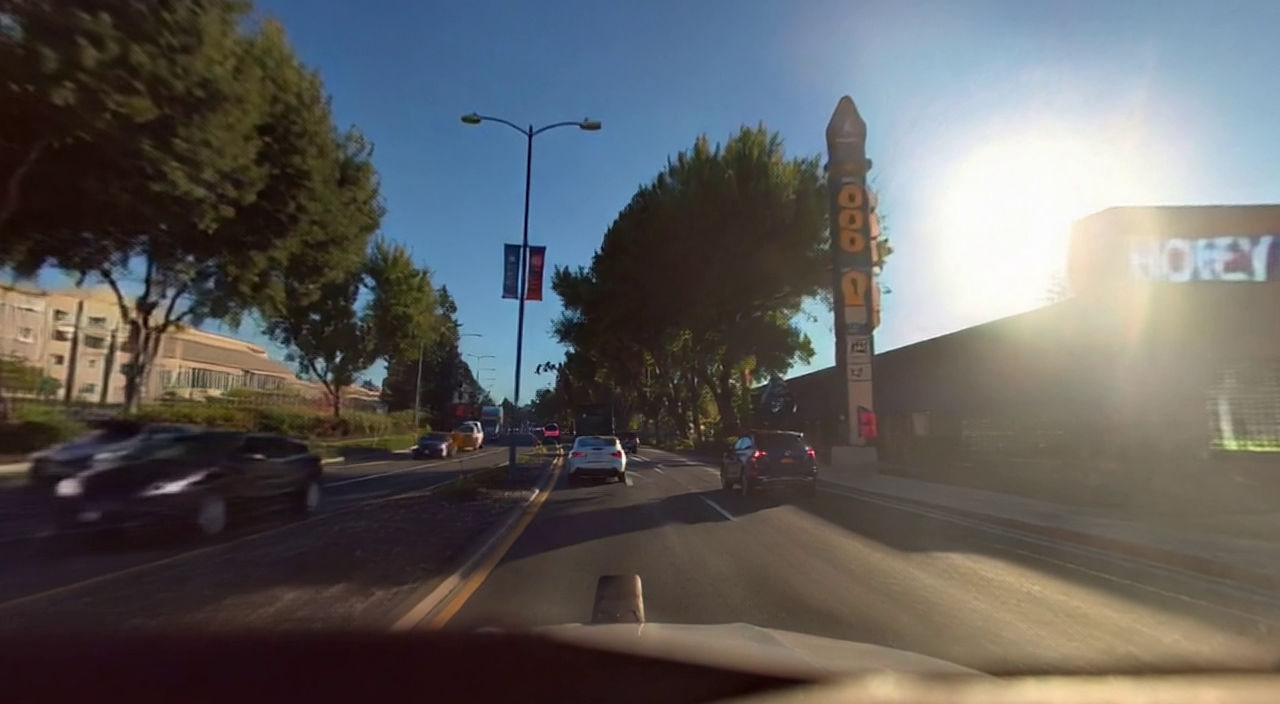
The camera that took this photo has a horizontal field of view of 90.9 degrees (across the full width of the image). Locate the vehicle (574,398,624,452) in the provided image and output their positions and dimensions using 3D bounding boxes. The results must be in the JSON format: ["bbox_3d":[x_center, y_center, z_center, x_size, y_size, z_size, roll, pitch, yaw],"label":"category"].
[{"bbox_3d":[-3.001,5.201,44.404,2.917,3.482,6.946,1,-8,-8],"label":"vehicle"}]

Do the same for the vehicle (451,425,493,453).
[{"bbox_3d":[-12.453,6.491,47.003,2.165,1.966,5.251,1,-8,-6],"label":"vehicle"}]

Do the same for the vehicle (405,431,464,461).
[{"bbox_3d":[-10.928,5.032,33.795,1.993,1.482,4.420,1,-8,-5],"label":"vehicle"}]

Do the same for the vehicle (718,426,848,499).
[{"bbox_3d":[3.181,2.531,14.904,1.889,1.480,3.876,1,-8,-5],"label":"vehicle"}]

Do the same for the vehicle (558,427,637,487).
[{"bbox_3d":[-1.268,2.883,17.633,1.991,1.472,3.518,1,-8,-7],"label":"vehicle"}]

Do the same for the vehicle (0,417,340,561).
[{"bbox_3d":[-6.418,1.756,8.996,1.984,1.486,4.708,0,-8,-1],"label":"vehicle"}]
